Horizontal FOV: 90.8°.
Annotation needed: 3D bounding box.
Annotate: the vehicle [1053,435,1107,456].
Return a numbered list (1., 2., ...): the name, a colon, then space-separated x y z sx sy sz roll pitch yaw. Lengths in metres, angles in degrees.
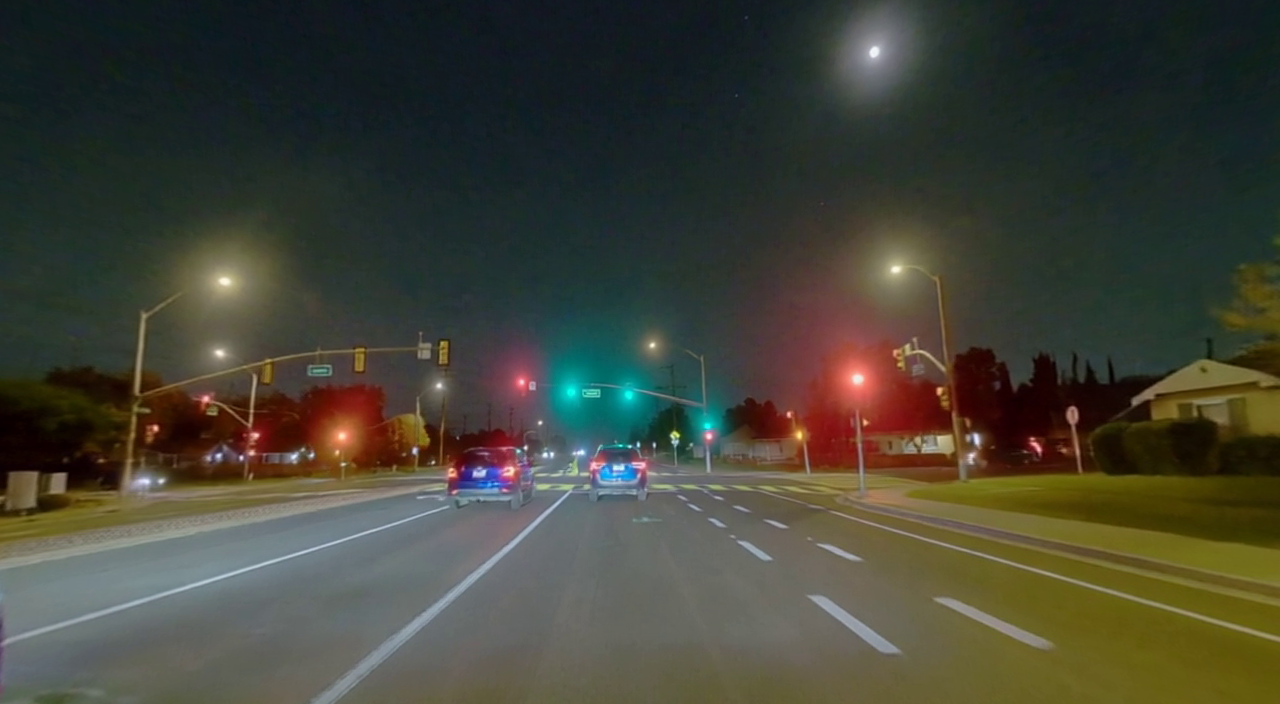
1. vehicle: 31.519 6.727 45.334 1.754 1.414 3.590 -1 -9 10

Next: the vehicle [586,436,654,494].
1. vehicle: -0.718 3.960 22.478 2.155 1.836 4.250 0 -9 -2

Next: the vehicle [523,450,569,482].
1. vehicle: -4.577 5.598 31.303 1.863 1.449 4.153 1 -9 -3

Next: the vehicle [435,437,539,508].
1. vehicle: -4.024 3.240 17.385 1.899 1.685 4.121 0 -9 -1

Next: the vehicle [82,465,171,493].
1. vehicle: -35.056 8.637 43.178 4.533 1.738 2.151 -2 -9 10
